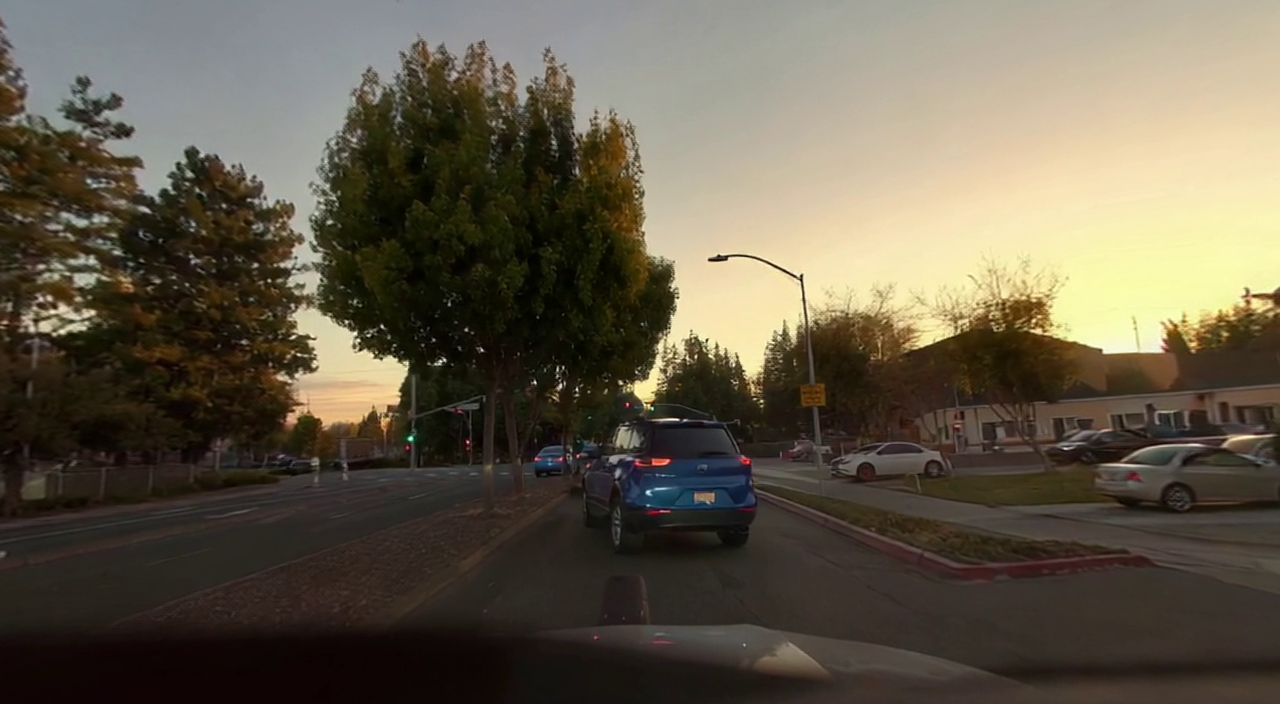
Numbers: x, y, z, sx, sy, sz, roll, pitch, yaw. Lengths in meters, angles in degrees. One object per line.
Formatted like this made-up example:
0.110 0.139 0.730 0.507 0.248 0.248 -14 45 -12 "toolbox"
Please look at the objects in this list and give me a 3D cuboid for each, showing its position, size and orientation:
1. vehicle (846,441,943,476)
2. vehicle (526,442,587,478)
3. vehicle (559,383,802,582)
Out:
12.104 5.068 29.997 3.811 1.557 1.800 1 -9 -10 "vehicle"
-3.607 4.761 27.967 2.026 1.466 4.282 0 -8 2 "vehicle"
0.168 1.649 8.740 2.052 1.955 4.642 2 -9 -13 "vehicle"
